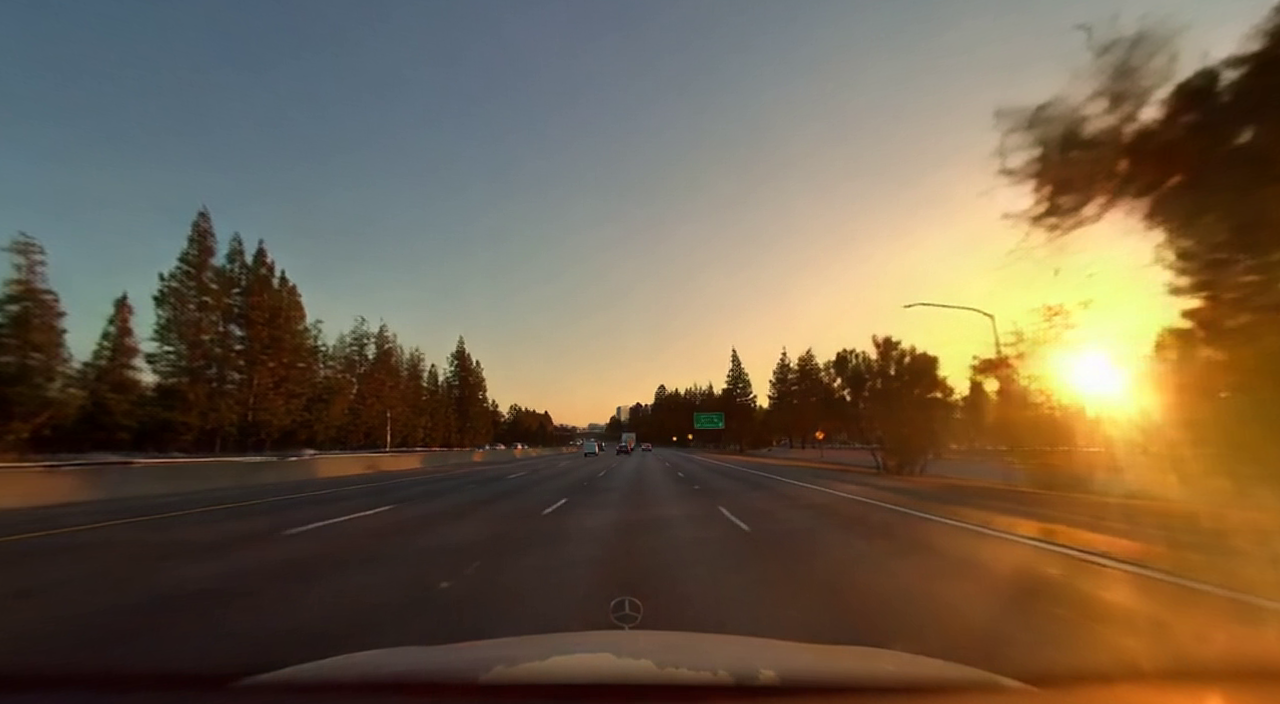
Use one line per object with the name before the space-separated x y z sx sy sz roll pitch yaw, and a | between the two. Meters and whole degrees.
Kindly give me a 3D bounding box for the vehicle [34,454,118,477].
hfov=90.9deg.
vehicle | -38.905 7.813 43.681 1.857 1.405 4.314 0 -8 0
